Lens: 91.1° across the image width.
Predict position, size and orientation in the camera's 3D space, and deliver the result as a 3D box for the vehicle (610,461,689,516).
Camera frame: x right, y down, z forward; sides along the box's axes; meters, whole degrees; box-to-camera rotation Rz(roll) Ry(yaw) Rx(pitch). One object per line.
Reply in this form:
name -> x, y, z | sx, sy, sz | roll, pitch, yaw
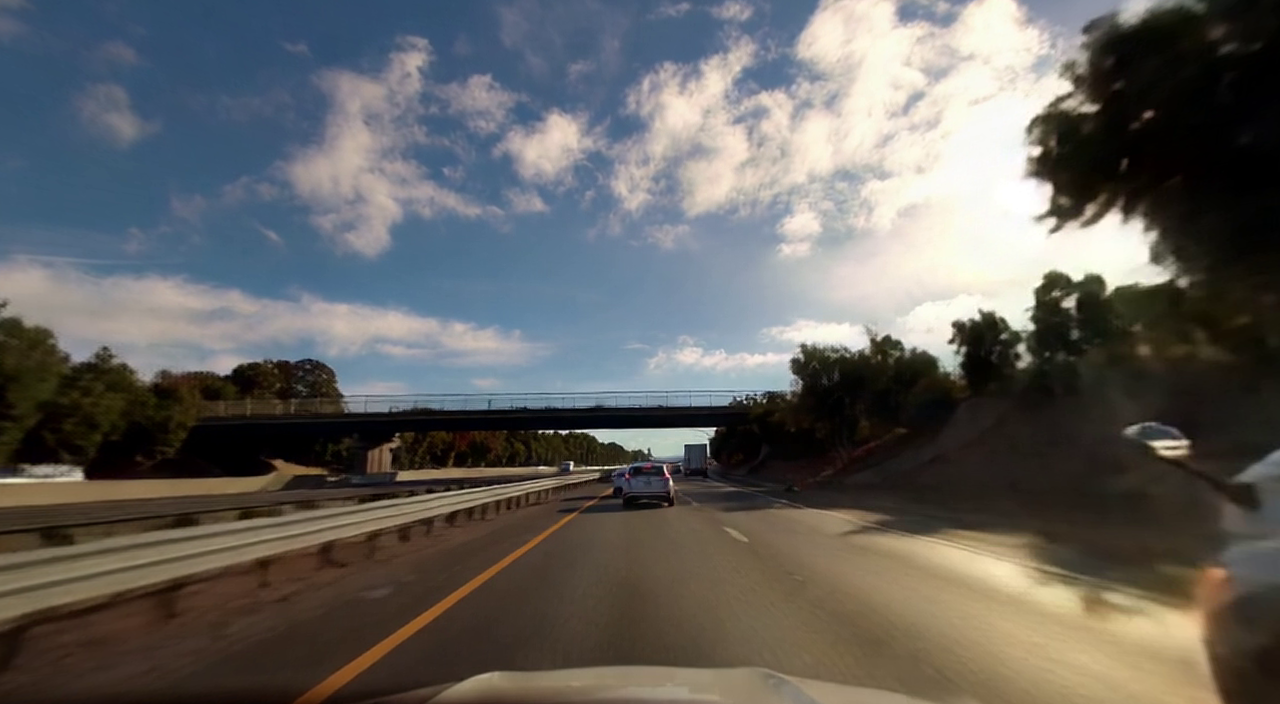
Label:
vehicle -> 0.275, 4.110, 19.169 | 2.156, 1.444, 3.762 | 1, -11, 0
